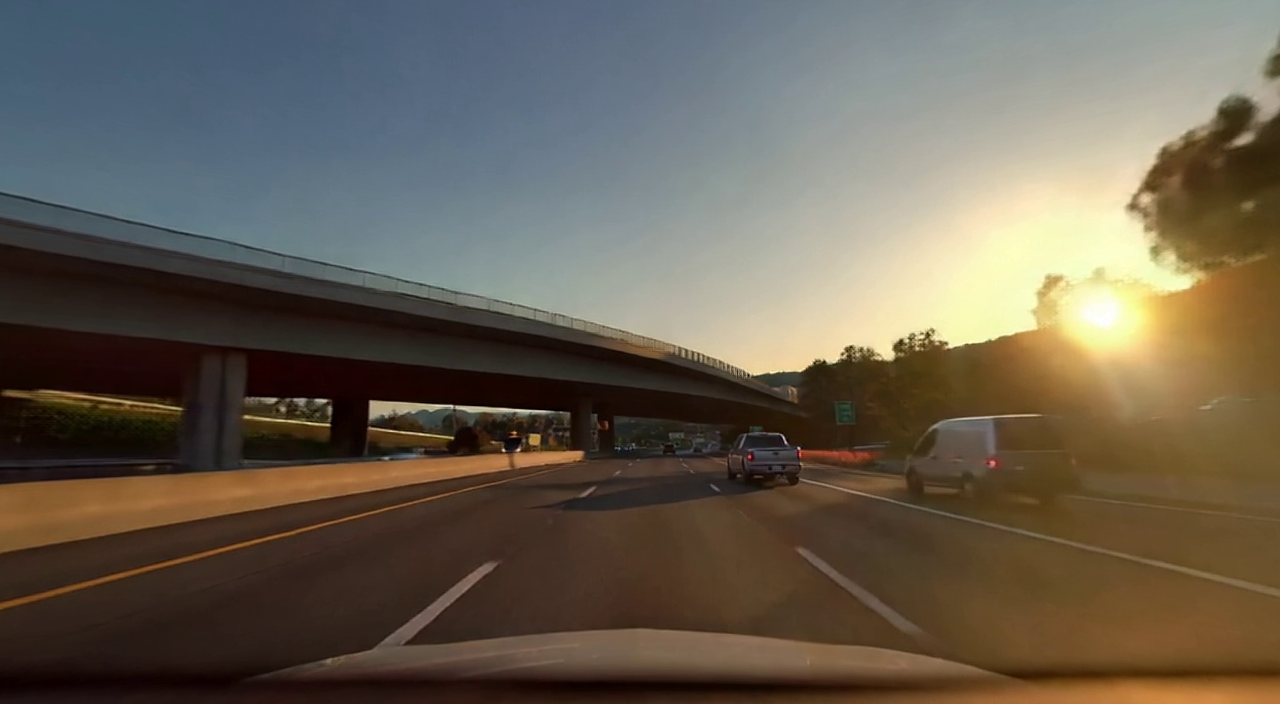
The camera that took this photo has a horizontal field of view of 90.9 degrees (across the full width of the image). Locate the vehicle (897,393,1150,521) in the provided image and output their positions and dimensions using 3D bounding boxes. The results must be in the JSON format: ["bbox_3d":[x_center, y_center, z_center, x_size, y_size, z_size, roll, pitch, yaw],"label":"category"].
[{"bbox_3d":[8.109,2.318,14.266,2.229,2.317,5.399,0,-9,0],"label":"vehicle"}]

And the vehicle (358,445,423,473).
[{"bbox_3d":[-14.003,6.010,35.682,1.814,1.494,4.167,-1,-9,2],"label":"vehicle"}]

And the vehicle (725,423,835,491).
[{"bbox_3d":[4.611,3.595,21.884,2.505,2.020,5.532,0,-9,-1],"label":"vehicle"}]
